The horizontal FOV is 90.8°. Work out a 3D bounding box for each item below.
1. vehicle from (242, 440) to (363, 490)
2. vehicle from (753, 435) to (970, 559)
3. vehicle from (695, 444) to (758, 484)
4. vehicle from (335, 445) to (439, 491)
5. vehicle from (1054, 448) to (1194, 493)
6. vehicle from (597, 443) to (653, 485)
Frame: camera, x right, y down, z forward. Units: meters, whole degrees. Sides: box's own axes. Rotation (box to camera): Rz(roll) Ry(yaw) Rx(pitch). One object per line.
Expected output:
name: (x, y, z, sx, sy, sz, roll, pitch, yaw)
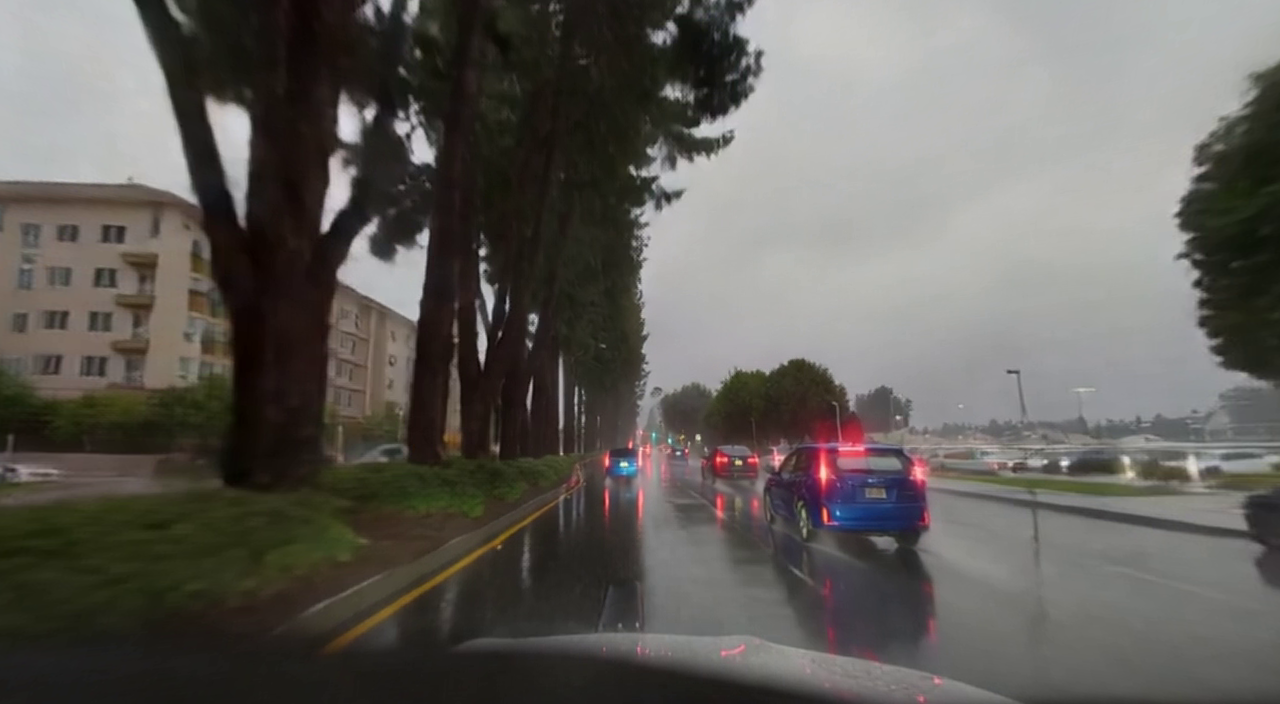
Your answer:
vehicle: (-12.412, 4.177, 23.651, 2.021, 1.676, 4.547, 0, -9, -1)
vehicle: (3.053, 2.065, 9.676, 1.852, 1.498, 3.825, 0, -9, -1)
vehicle: (3.403, 4.502, 25.635, 1.908, 1.453, 4.230, 0, -9, -1)
vehicle: (-9.038, 4.171, 23.034, 1.943, 1.483, 4.439, 0, -9, 0)
vehicle: (17.502, 4.240, 22.879, 4.113, 1.492, 2.063, 3, -9, -21)
vehicle: (-0.541, 4.304, 24.549, 1.994, 1.479, 3.647, 0, -9, 0)
